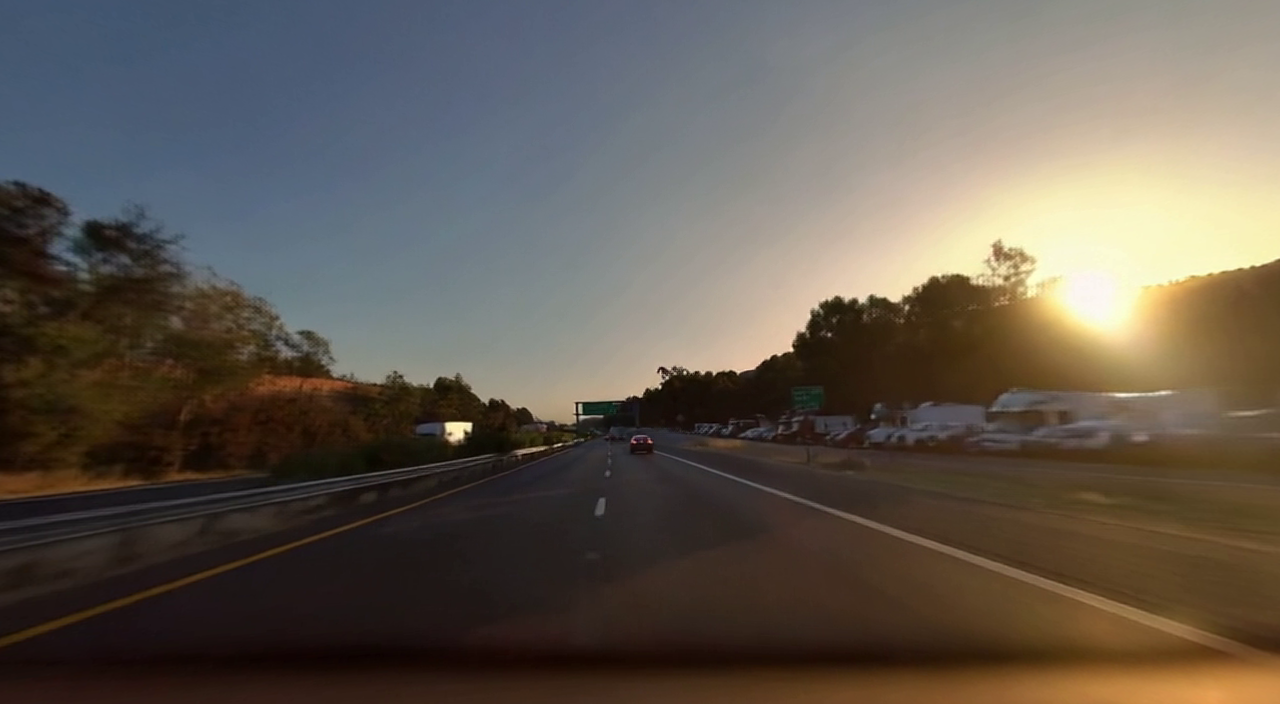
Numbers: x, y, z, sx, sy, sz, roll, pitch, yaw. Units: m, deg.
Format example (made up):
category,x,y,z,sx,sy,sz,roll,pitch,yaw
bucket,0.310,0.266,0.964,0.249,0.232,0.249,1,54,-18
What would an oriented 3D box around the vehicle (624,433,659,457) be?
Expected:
category,x,y,z,sx,sy,sz,roll,pitch,yaw
vehicle,0.053,6.062,41.128,2.037,1.504,4.248,0,-8,-3
